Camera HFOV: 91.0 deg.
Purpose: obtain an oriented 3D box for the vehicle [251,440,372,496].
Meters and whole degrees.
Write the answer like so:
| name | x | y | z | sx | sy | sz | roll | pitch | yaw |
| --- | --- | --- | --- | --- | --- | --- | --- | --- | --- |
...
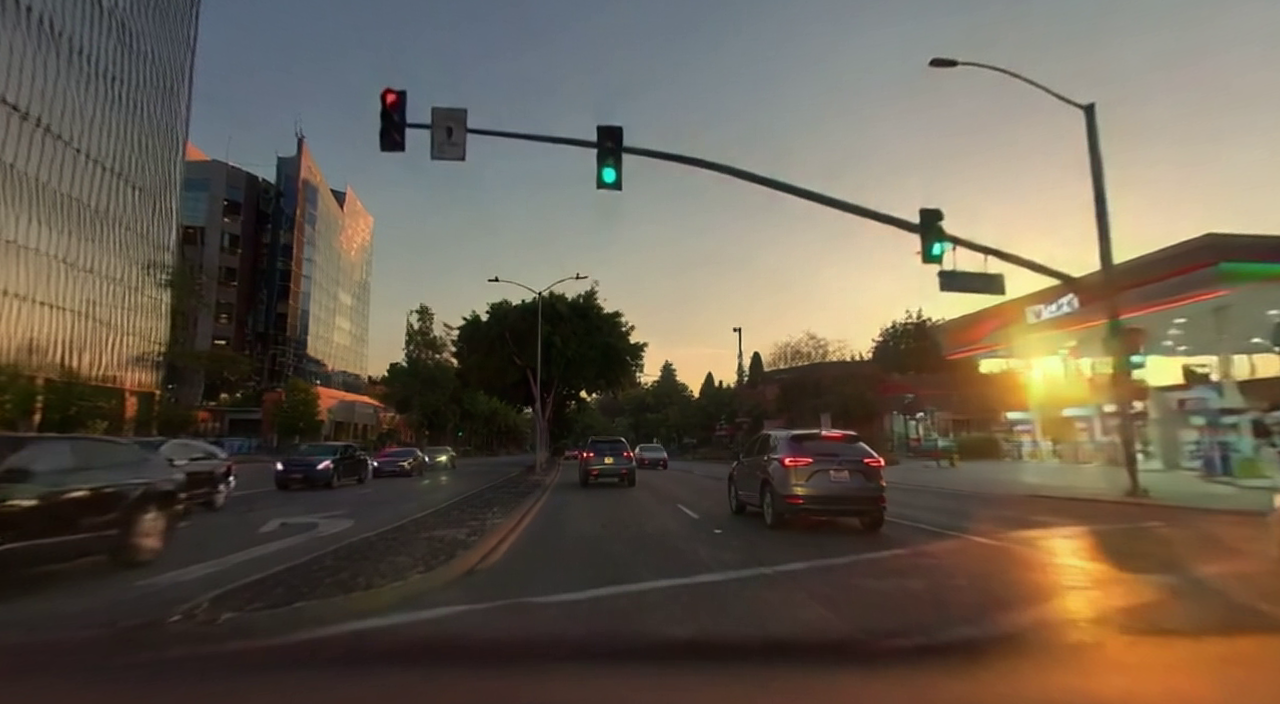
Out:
| name | x | y | z | sx | sy | sz | roll | pitch | yaw |
| --- | --- | --- | --- | --- | --- | --- | --- | --- | --- |
| vehicle | -10.277 | 3.616 | 20.077 | 1.943 | 1.575 | 3.927 | 0 | -8 | -4 |

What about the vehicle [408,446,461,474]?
| name | x | y | z | sx | sy | sz | roll | pitch | yaw |
| --- | --- | --- | --- | --- | --- | --- | --- | --- | --- |
| vehicle | -11.437 | 6.006 | 35.315 | 1.872 | 1.439 | 4.507 | 1 | -8 | -5 |

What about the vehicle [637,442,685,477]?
| name | x | y | z | sx | sy | sz | roll | pitch | yaw |
| --- | --- | --- | --- | --- | --- | --- | --- | --- | --- |
| vehicle | 0.982 | 5.310 | 31.414 | 1.800 | 1.592 | 3.658 | 1 | -8 | -8 |

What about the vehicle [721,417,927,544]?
| name | x | y | z | sx | sy | sz | roll | pitch | yaw |
| --- | --- | --- | --- | --- | --- | --- | --- | --- | --- |
| vehicle | 2.834 | 2.091 | 10.901 | 2.000 | 1.745 | 4.206 | 1 | -8 | -5 |

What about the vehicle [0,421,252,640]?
| name | x | y | z | sx | sy | sz | roll | pitch | yaw |
| --- | --- | --- | --- | --- | --- | --- | --- | --- | --- |
| vehicle | -5.521 | 1.385 | 5.337 | 1.987 | 1.505 | 4.337 | 1 | -8 | -5 |

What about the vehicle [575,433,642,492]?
| name | x | y | z | sx | sy | sz | roll | pitch | yaw |
| --- | --- | --- | --- | --- | --- | --- | --- | --- | --- |
| vehicle | -1.182 | 3.729 | 21.630 | 2.051 | 1.798 | 4.168 | 1 | -8 | -6 |

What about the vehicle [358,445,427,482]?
| name | x | y | z | sx | sy | sz | roll | pitch | yaw |
| --- | --- | --- | --- | --- | --- | --- | --- | --- | --- |
| vehicle | -10.322 | 4.633 | 26.490 | 1.665 | 1.442 | 3.720 | 1 | -8 | -5 |
